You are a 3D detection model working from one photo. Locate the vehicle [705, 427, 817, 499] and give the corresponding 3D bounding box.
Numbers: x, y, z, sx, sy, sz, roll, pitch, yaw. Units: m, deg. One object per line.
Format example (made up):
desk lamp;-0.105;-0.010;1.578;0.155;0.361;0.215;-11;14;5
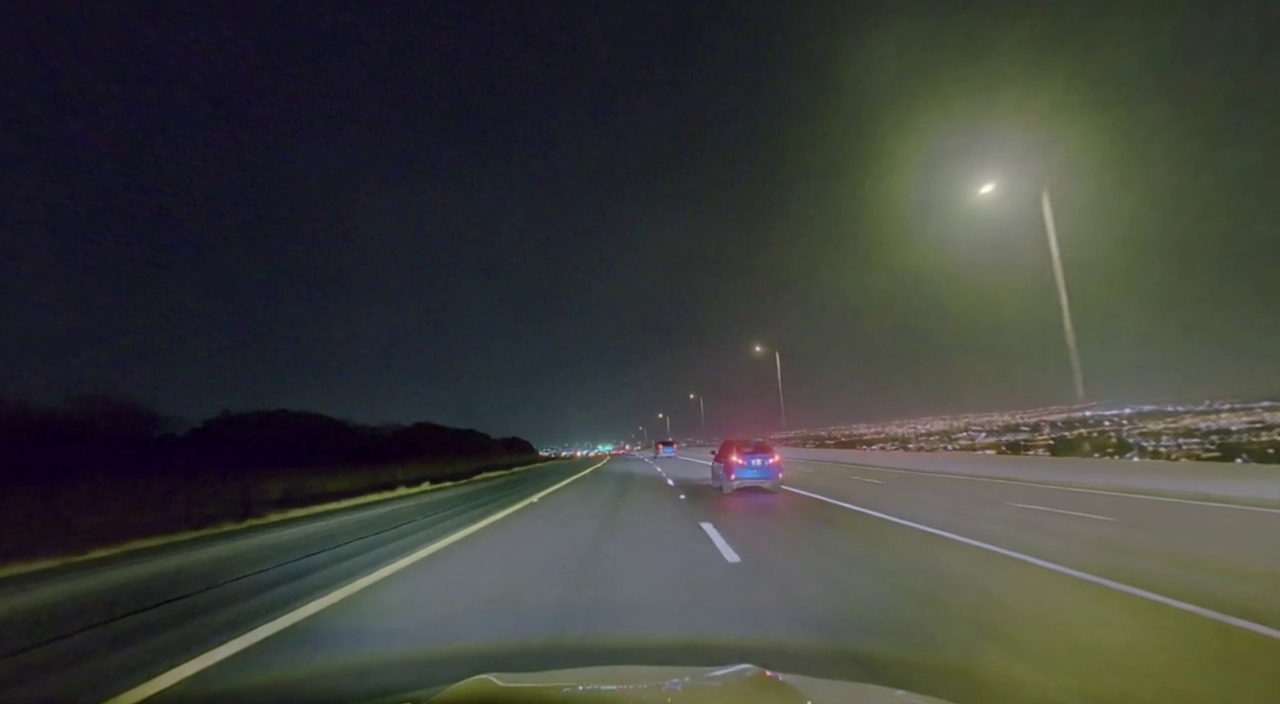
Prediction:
vehicle;3.298;3.145;18.343;2.141;1.785;4.778;0;-8;-2
